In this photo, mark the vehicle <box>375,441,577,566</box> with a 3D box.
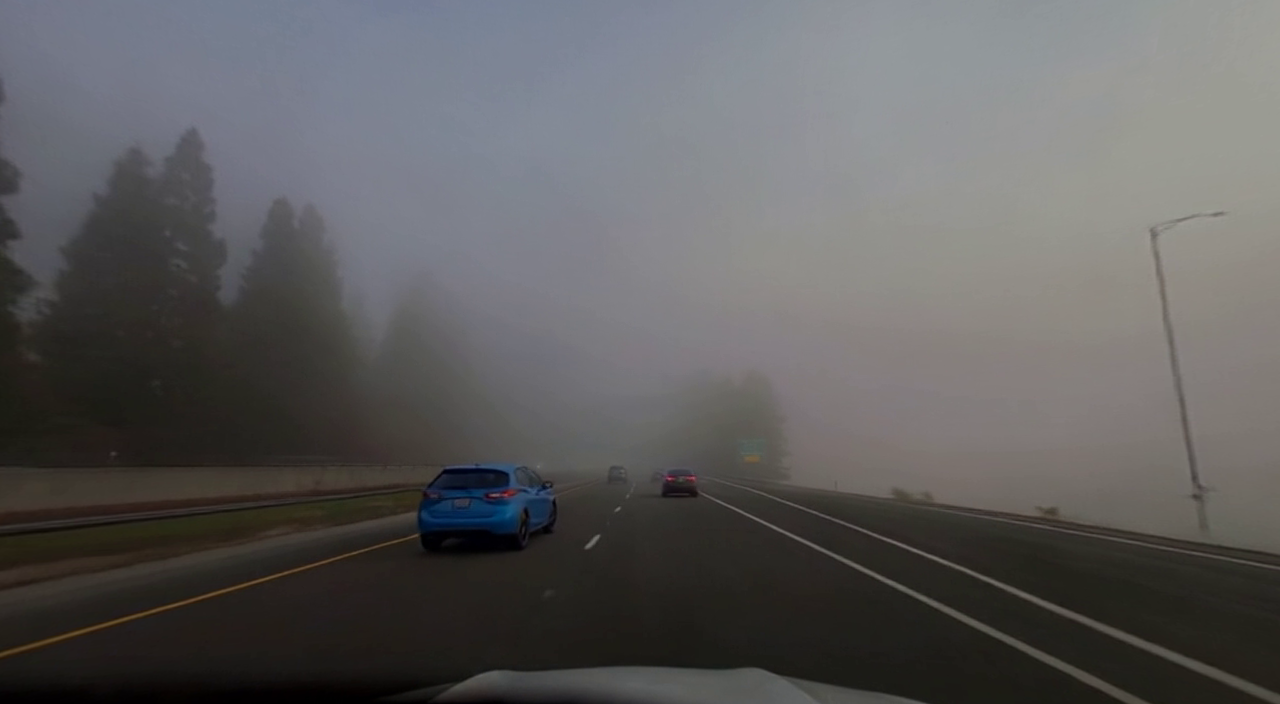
[{"bbox_3d":[-2.526,2.547,11.195,2.176,1.678,4.724,0,-10,1],"label":"vehicle"}]

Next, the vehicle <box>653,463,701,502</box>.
[{"bbox_3d":[1.568,5.686,27.690,1.905,1.559,3.491,1,-10,0],"label":"vehicle"}]
